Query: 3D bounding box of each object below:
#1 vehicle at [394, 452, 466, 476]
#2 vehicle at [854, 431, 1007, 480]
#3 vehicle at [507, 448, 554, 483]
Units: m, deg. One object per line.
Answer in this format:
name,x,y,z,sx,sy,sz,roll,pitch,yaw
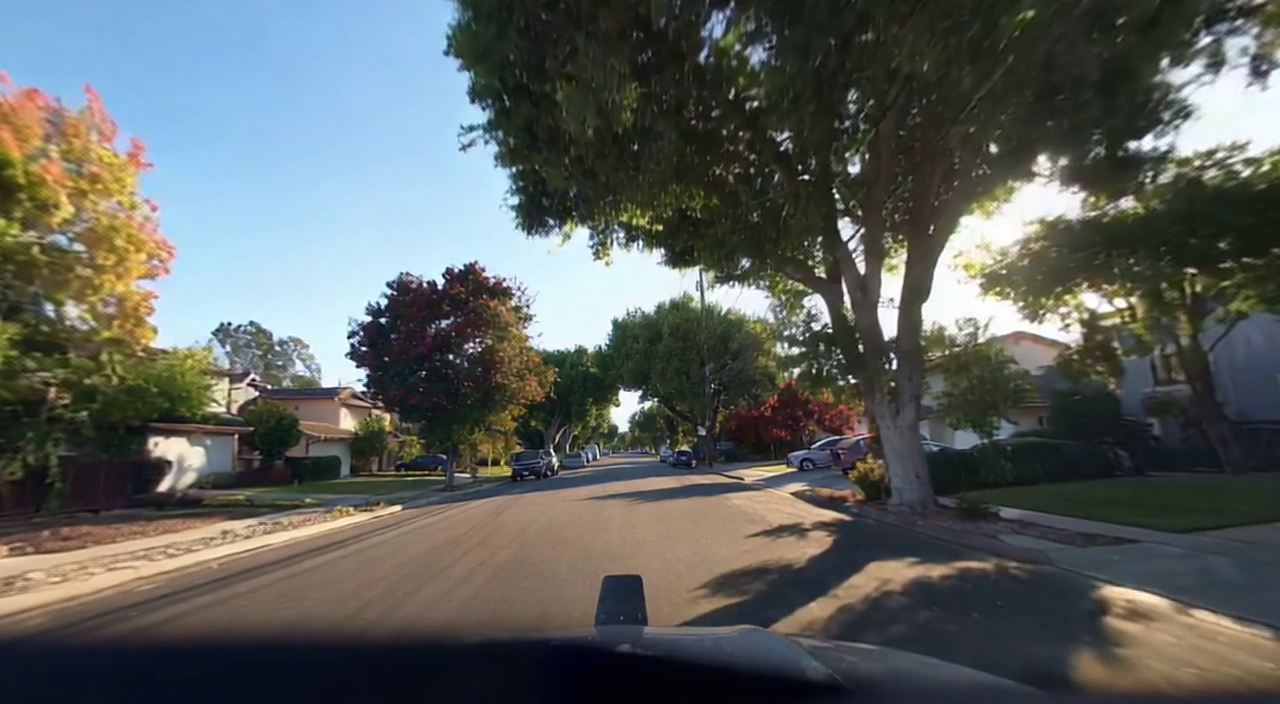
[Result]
vehicle,-16.299,8.719,49.214,4.706,1.681,2.389,-2,-9,5
vehicle,11.014,3.951,24.236,4.782,1.748,2.106,0,-9,1
vehicle,-6.314,6.575,36.846,2.035,1.736,3.955,-2,-7,-1
